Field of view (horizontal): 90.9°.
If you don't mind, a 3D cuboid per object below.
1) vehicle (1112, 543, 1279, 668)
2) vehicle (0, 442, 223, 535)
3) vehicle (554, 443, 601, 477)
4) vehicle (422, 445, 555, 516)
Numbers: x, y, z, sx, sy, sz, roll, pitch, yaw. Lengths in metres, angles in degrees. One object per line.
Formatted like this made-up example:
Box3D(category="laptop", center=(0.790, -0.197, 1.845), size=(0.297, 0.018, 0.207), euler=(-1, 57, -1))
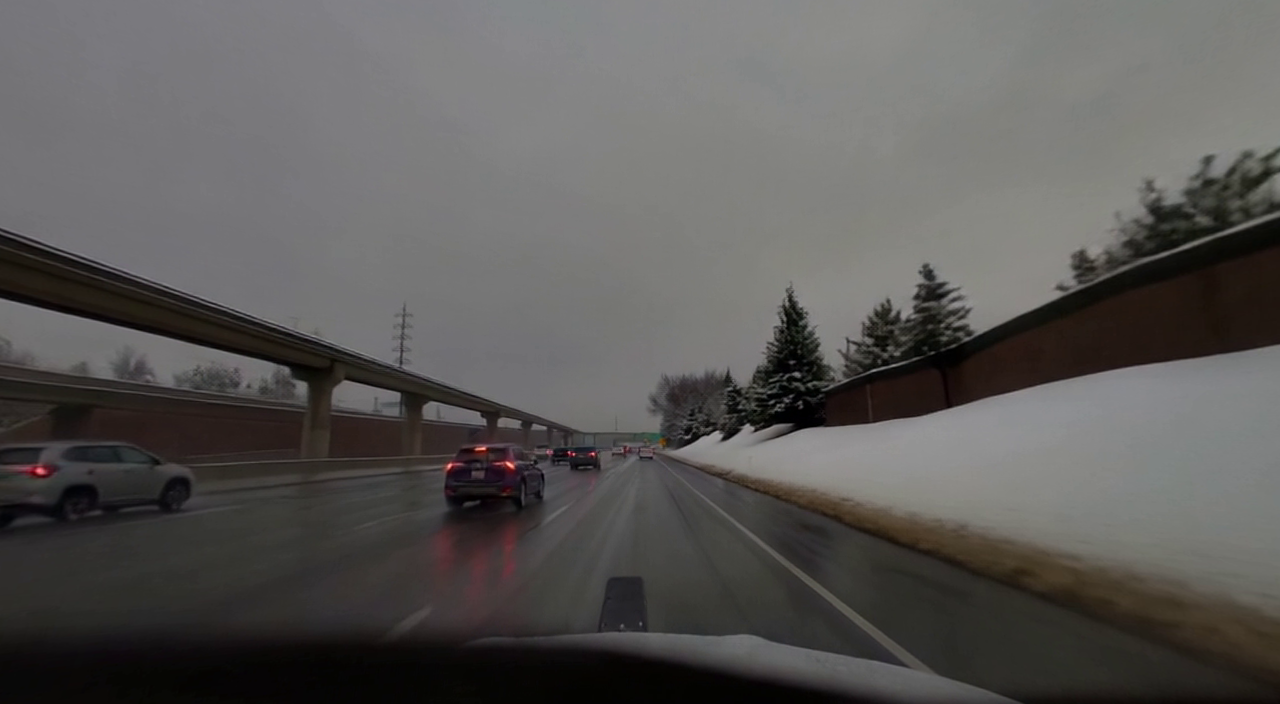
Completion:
Box3D(category="vehicle", center=(12.231, 5.079, 13.121), size=(1.853, 1.586, 3.727), euler=(0, -8, -1))
Box3D(category="vehicle", center=(-11.156, 2.588, 12.773), size=(1.978, 1.498, 4.940), euler=(0, -8, 1))
Box3D(category="vehicle", center=(-3.372, 5.944, 35.071), size=(2.052, 1.731, 4.372), euler=(0, -8, 2))
Box3D(category="vehicle", center=(-3.438, 2.993, 15.292), size=(2.056, 1.449, 4.330), euler=(0, -8, 1))
